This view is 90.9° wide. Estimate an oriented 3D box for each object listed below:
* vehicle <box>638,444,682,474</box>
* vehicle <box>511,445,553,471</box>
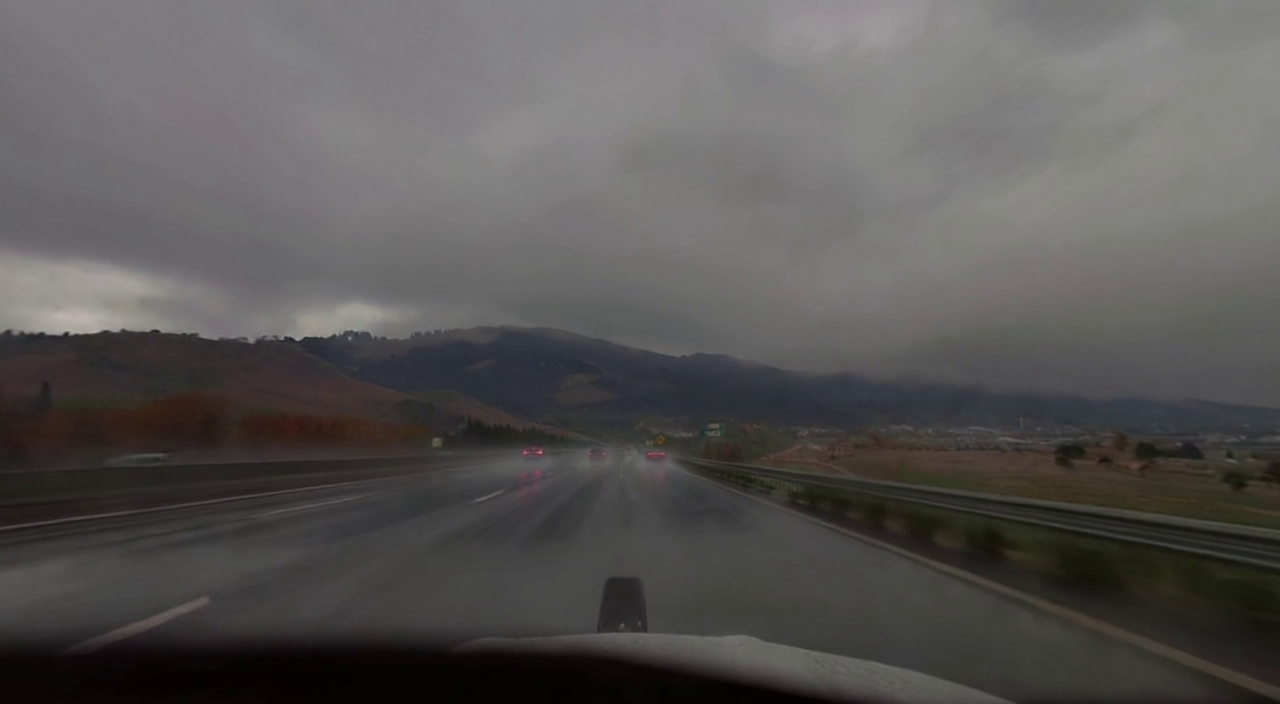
[{"bbox_3d":[1.007,5.727,33.947,2.019,1.475,4.301,0,-9,-3],"label":"vehicle"},{"bbox_3d":[-6.540,6.439,38.392,1.955,1.468,3.637,0,-9,-1],"label":"vehicle"}]
